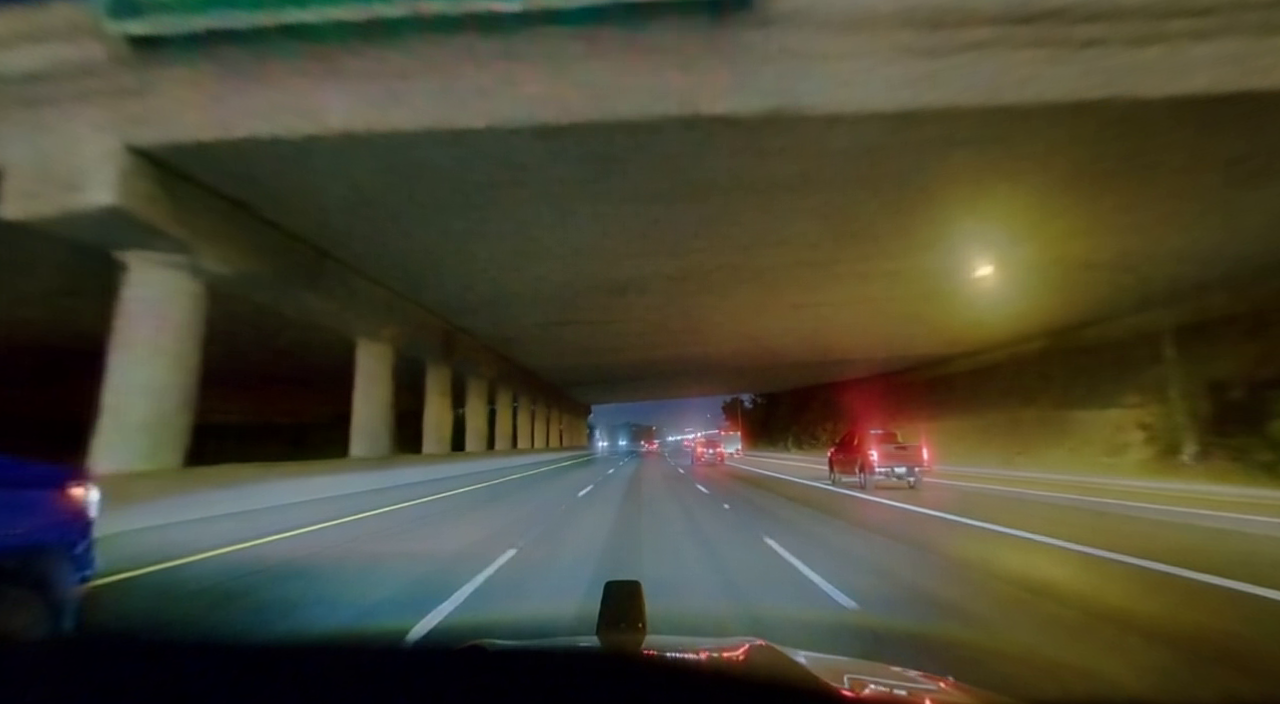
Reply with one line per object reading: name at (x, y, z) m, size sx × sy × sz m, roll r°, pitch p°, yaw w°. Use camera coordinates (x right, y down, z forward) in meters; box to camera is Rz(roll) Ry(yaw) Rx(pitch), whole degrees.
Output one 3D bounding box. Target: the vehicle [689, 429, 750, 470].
vehicle at (4.144, 5.251, 33.945) m, size 2.505 × 2.020 × 5.532 m, roll 0°, pitch -9°, yaw -1°
